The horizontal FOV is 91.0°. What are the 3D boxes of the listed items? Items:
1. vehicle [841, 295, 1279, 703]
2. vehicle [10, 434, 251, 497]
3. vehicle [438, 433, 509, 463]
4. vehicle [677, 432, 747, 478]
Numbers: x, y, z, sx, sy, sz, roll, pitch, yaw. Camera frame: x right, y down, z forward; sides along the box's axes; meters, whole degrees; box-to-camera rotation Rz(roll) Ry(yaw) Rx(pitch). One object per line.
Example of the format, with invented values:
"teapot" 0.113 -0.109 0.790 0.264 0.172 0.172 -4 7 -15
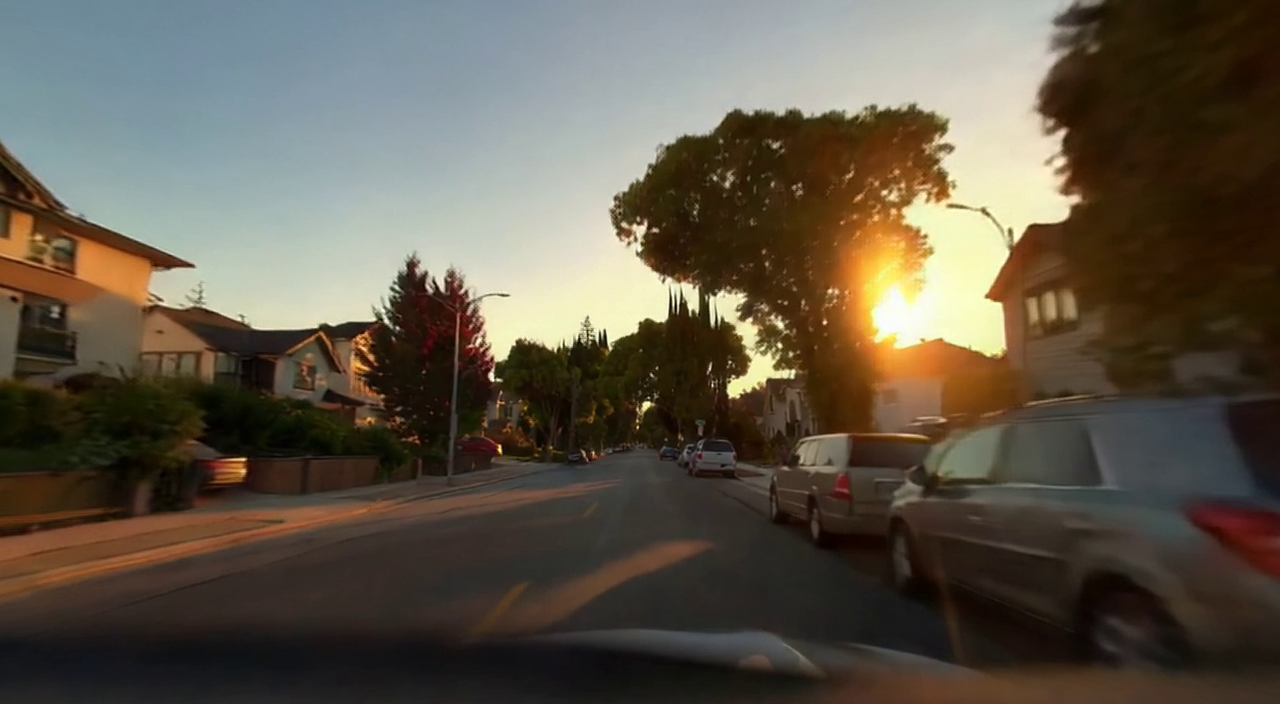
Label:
"vehicle" 3.287 1.081 4.282 2.262 1.870 4.948 0 -8 1
"vehicle" -13.538 3.030 16.966 4.700 1.549 2.000 0 -8 0
"vehicle" -13.168 7.603 49.917 4.837 1.897 2.228 4 -8 4
"vehicle" 3.708 5.533 34.098 2.952 2.216 7.033 0 -8 0
